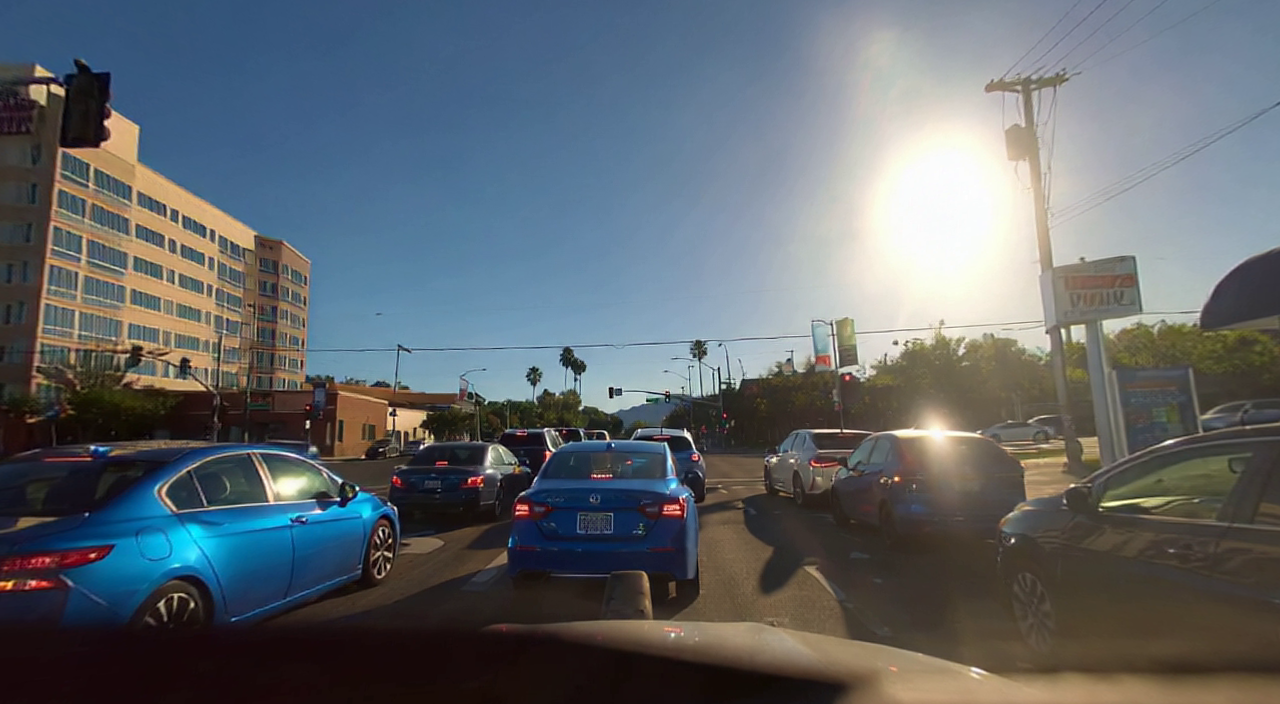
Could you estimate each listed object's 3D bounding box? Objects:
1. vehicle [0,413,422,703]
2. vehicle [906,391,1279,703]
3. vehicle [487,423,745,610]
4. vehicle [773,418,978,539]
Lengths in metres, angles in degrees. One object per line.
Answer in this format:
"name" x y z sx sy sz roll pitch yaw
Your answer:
"vehicle" -3.414 1.298 4.718 1.980 1.454 4.226 0 -8 1
"vehicle" 3.400 1.068 3.490 1.981 1.499 4.536 -1 -8 2
"vehicle" -0.181 1.620 7.121 2.059 1.477 3.988 0 -8 0
"vehicle" 3.764 2.101 11.025 2.007 1.683 4.171 0 -8 1
